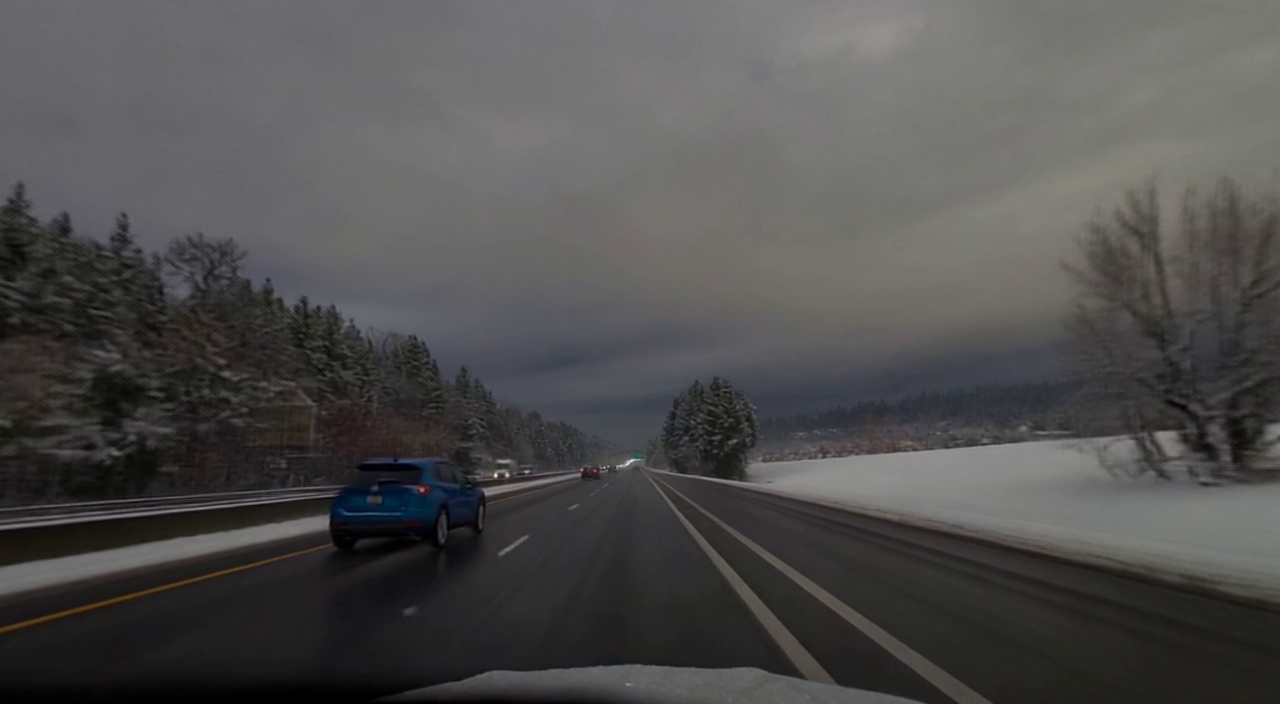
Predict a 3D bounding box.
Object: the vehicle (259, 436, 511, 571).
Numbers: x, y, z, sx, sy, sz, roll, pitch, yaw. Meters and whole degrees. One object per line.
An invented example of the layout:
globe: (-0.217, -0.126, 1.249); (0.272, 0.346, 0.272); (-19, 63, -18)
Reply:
vehicle: (-3.714, 2.355, 10.389); (2.123, 1.666, 4.709); (1, -10, 0)
